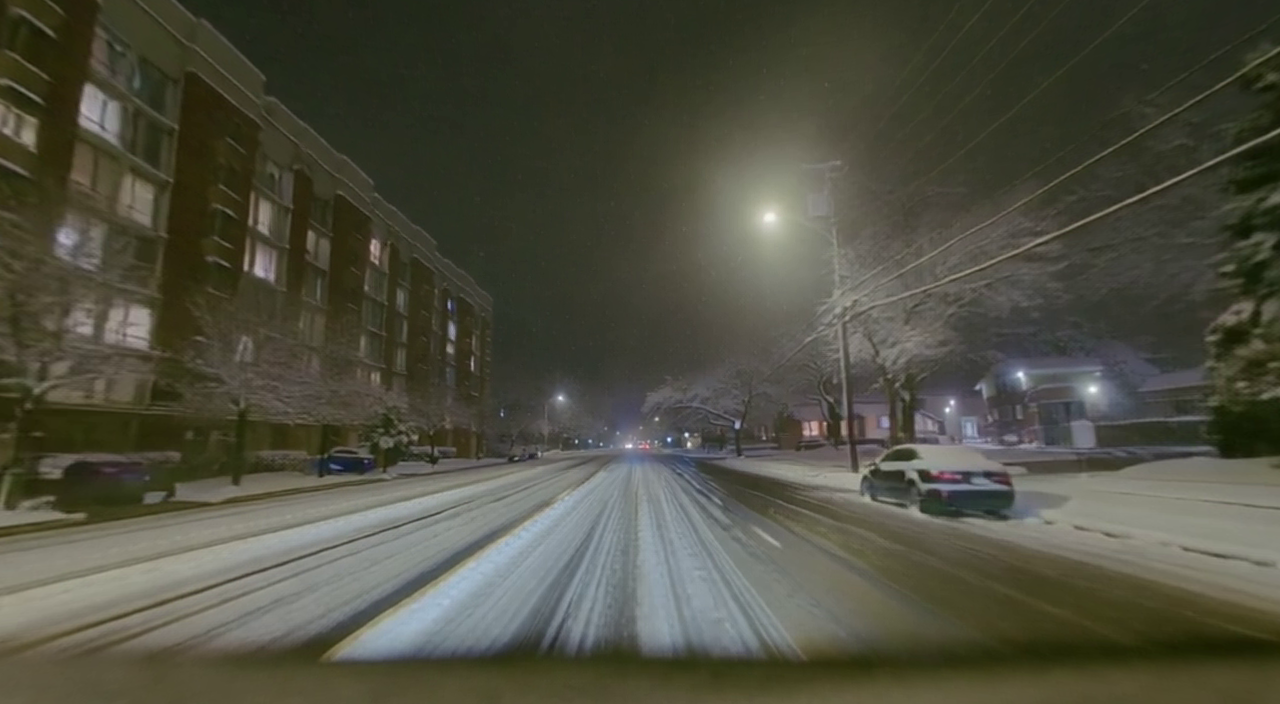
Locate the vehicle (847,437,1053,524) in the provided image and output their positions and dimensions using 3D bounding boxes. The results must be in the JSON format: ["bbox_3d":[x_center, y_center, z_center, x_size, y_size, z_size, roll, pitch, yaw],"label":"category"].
[{"bbox_3d":[6.334,2.650,13.669,1.948,1.526,4.518,0,-9,-3],"label":"vehicle"}]
